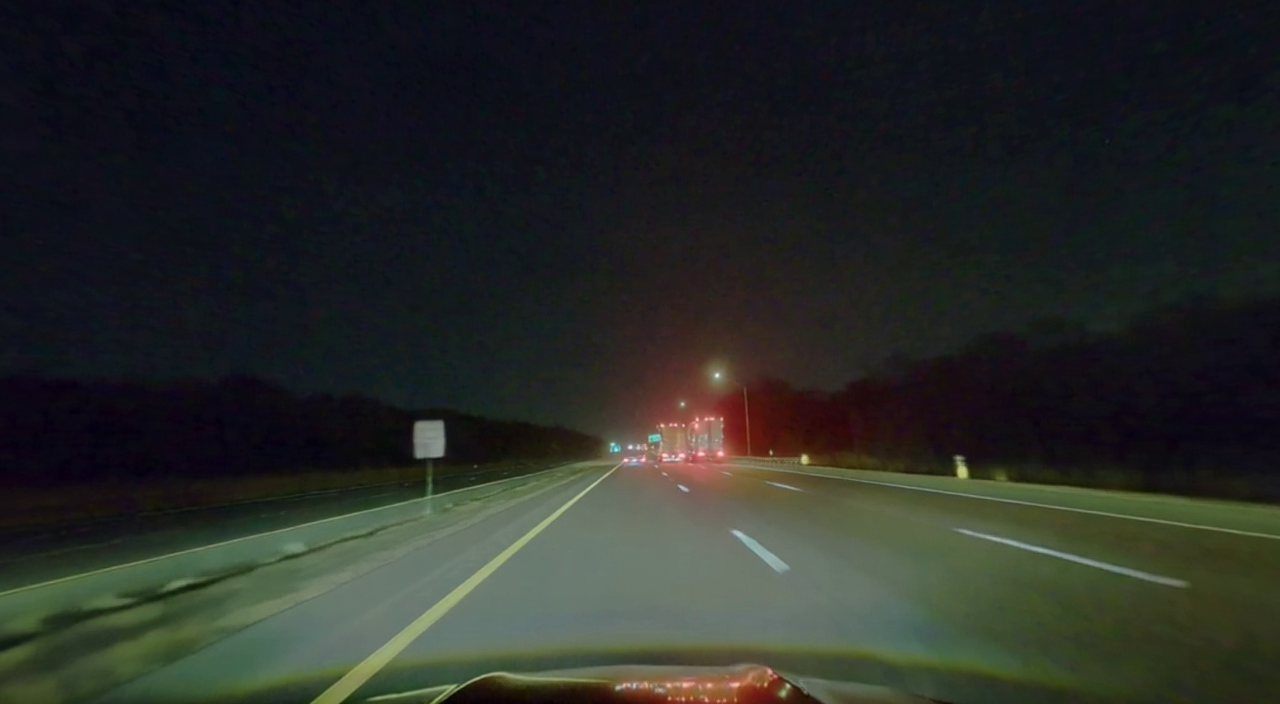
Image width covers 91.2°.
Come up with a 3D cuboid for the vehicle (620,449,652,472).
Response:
[{"bbox_3d":[-0.310,7.327,42.503,2.083,1.473,3.923,0,-9,-1],"label":"vehicle"}]
